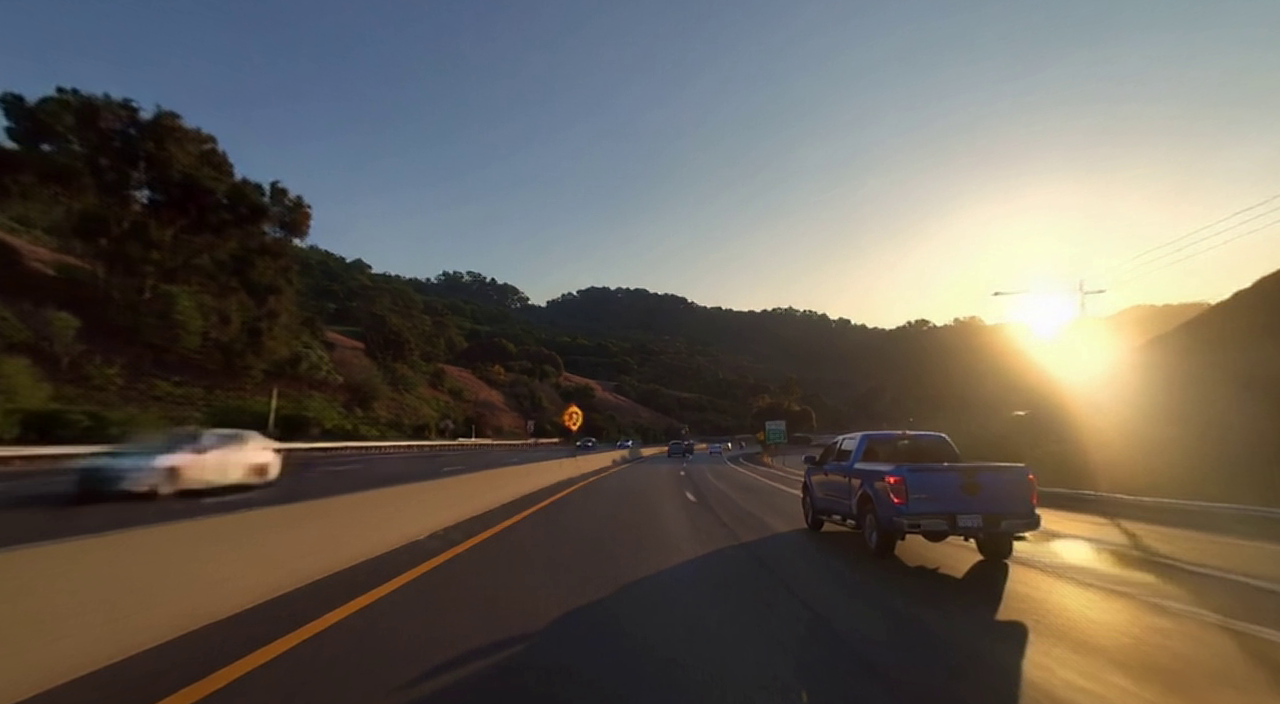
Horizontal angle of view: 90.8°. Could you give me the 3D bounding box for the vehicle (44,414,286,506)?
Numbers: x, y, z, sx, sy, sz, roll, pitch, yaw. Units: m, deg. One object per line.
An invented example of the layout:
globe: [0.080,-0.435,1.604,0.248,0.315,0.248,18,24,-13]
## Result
vehicle: [-10.274,2.383,14.234,2.011,1.723,4.375,0,-9,0]

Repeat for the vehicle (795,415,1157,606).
vehicle: [3.679,1.812,8.241,2.151,1.744,4.709,0,-9,1]
